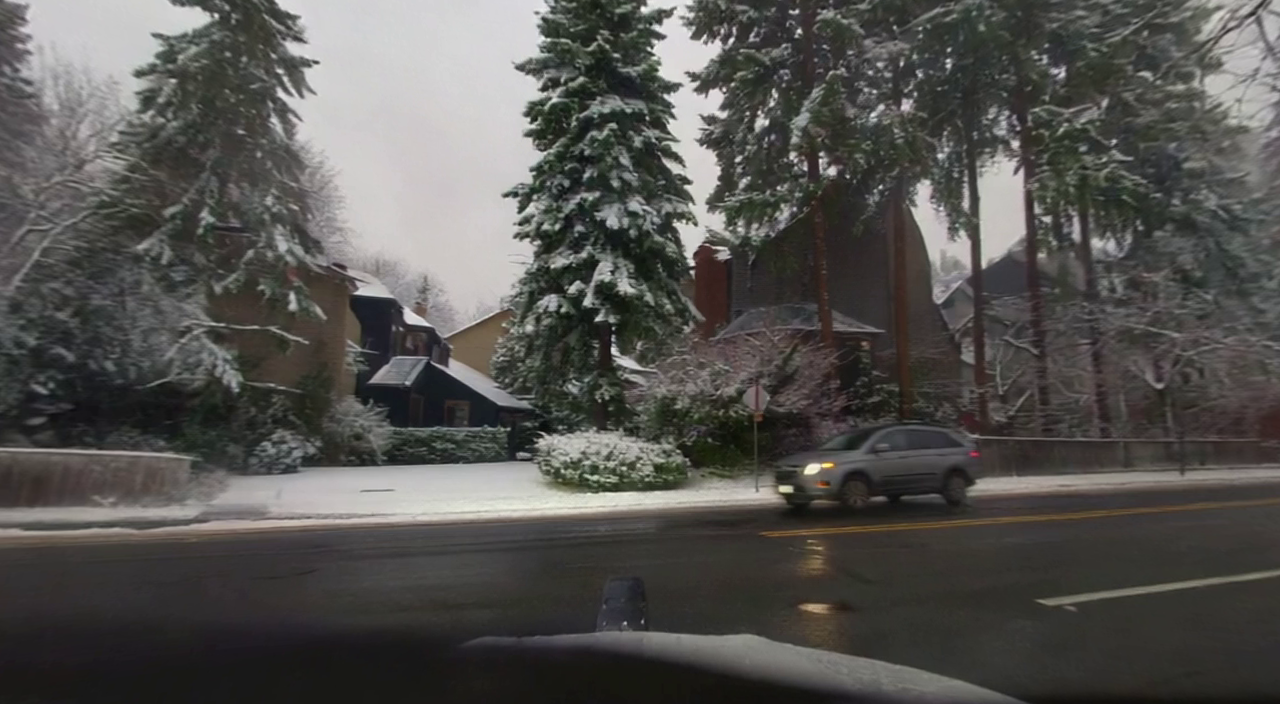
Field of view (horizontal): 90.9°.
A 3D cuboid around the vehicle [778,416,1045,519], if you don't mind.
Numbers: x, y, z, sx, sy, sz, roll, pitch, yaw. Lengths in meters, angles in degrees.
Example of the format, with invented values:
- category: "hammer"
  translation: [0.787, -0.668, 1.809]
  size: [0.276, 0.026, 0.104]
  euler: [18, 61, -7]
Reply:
- category: "vehicle"
  translation: [5.213, 2.184, 12.290]
  size: [4.462, 1.706, 2.046]
  euler: [3, -9, -18]
